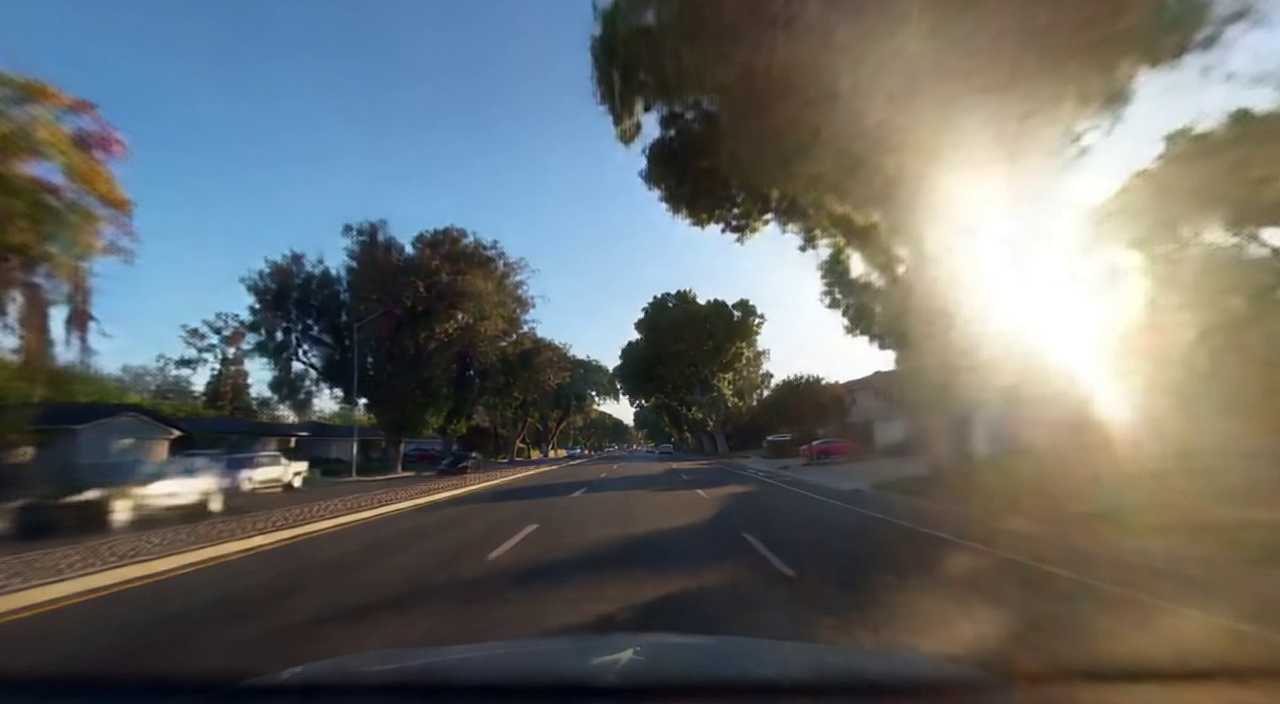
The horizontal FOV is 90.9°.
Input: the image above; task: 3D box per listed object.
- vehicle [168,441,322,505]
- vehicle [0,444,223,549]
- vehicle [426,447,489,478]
[{"bbox_3d":[-14.324,4.351,23.400,2.071,1.899,5.640,-4,-8,1],"label":"vehicle"},{"bbox_3d":[-10.480,2.606,12.145,1.913,1.641,4.243,0,-9,0],"label":"vehicle"},{"bbox_3d":[-9.646,5.845,33.649,1.937,1.481,4.467,0,-9,1],"label":"vehicle"}]
